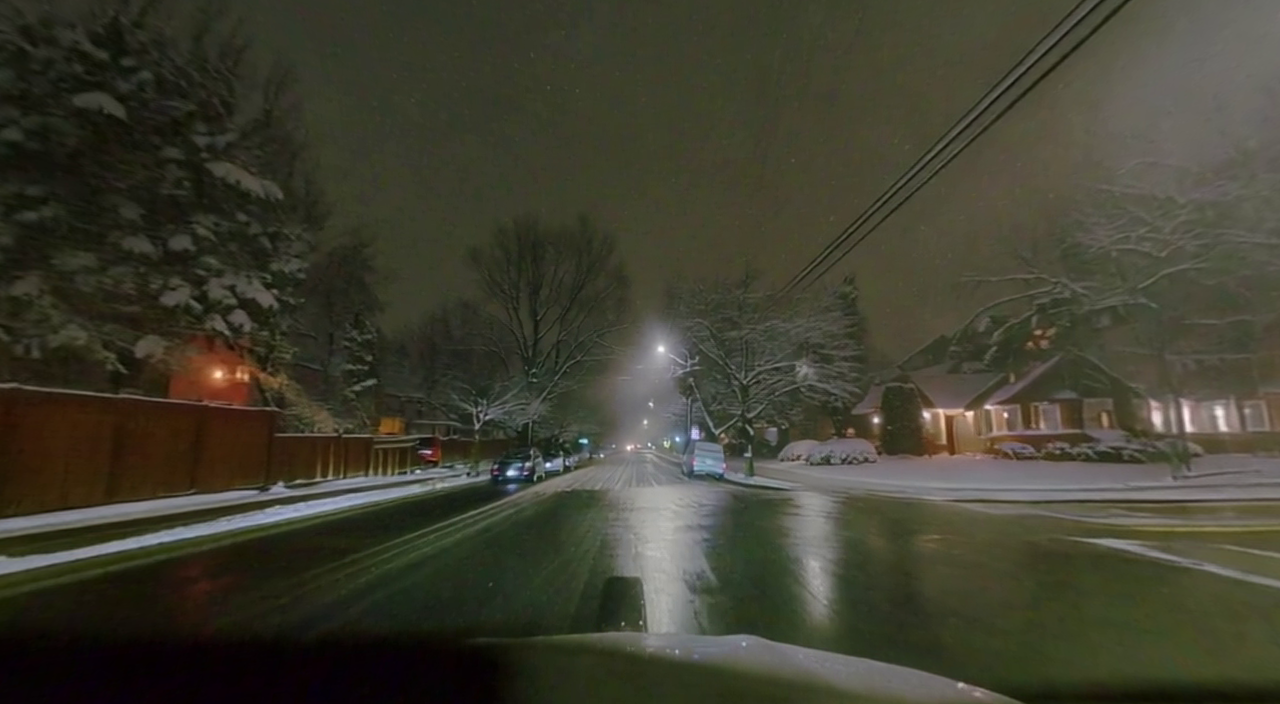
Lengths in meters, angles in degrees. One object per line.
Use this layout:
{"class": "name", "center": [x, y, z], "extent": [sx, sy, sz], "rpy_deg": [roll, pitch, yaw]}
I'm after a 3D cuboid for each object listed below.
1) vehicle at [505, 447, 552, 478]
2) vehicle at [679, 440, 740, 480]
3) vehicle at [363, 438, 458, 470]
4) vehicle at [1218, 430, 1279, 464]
{"class": "vehicle", "center": [-5.948, 5.925, 34.023], "extent": [1.947, 1.557, 3.900], "rpy_deg": [0, -8, -2]}
{"class": "vehicle", "center": [3.178, 5.032, 29.527], "extent": [2.140, 1.749, 4.369], "rpy_deg": [1, -9, -3]}
{"class": "vehicle", "center": [-13.781, 6.185, 38.042], "extent": [5.019, 1.867, 2.006], "rpy_deg": [1, -9, -8]}
{"class": "vehicle", "center": [30.005, 4.452, 29.469], "extent": [1.700, 1.556, 3.732], "rpy_deg": [3, -9, -18]}
